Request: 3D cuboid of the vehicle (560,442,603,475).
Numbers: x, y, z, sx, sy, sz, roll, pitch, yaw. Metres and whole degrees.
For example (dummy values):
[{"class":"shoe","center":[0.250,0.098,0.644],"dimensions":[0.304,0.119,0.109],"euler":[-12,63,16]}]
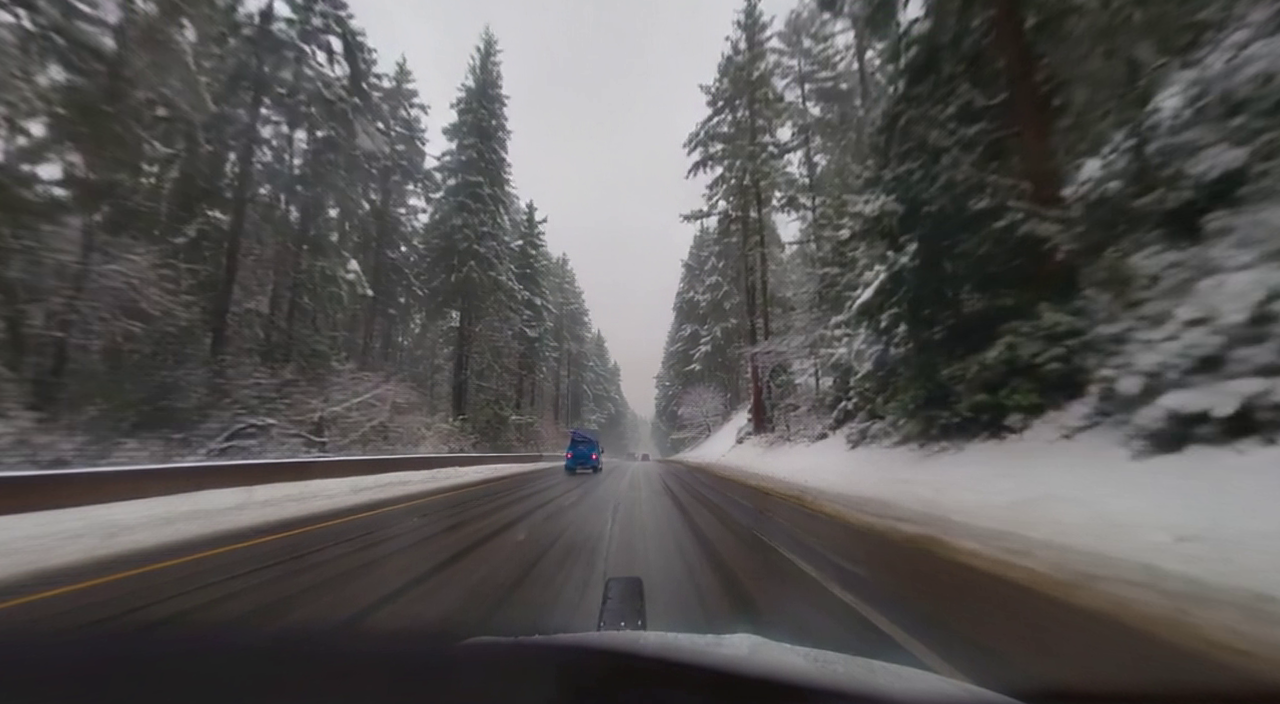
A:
[{"class":"vehicle","center":[-3.341,6.181,36.713],"dimensions":[2.084,1.752,4.479],"euler":[0,-8,1]}]
